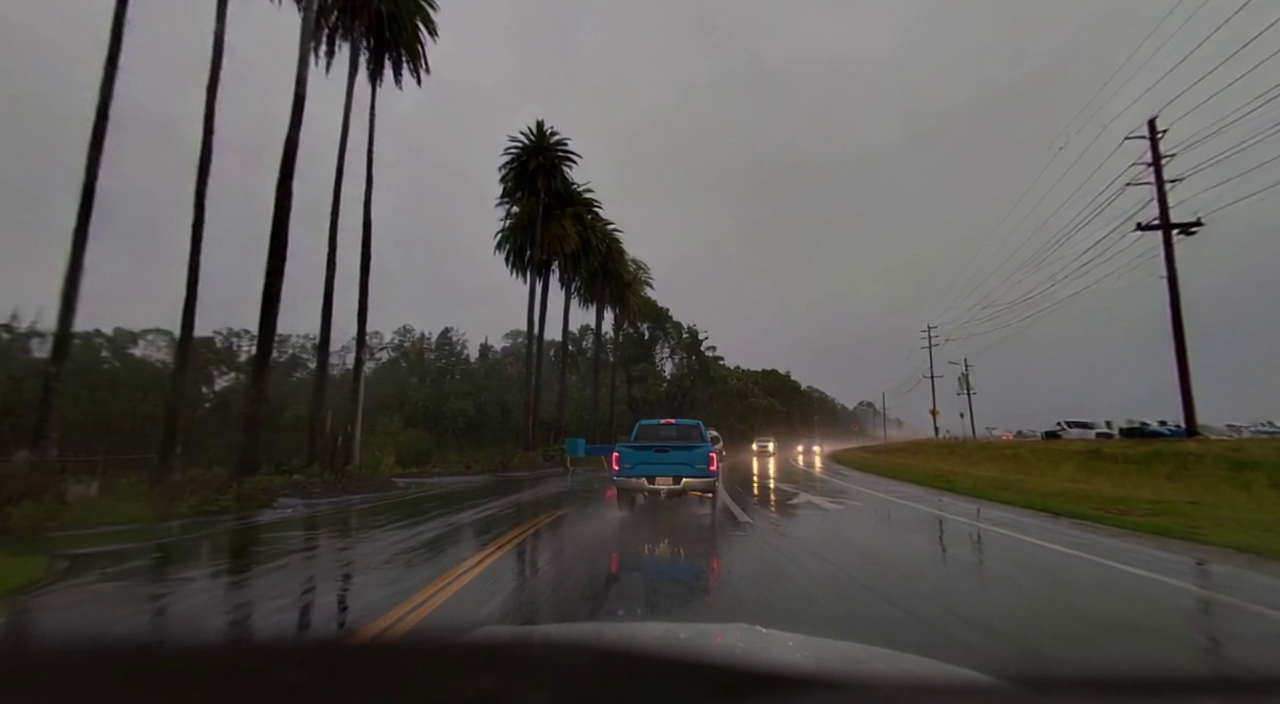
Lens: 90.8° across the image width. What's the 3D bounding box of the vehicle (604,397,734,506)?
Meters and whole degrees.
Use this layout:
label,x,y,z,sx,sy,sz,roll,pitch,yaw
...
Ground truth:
label,x,y,z,sx,sy,sz,roll,pitch,yaw
vehicle,0.759,2.498,16.104,2.693,2.223,5.885,-1,-8,3
